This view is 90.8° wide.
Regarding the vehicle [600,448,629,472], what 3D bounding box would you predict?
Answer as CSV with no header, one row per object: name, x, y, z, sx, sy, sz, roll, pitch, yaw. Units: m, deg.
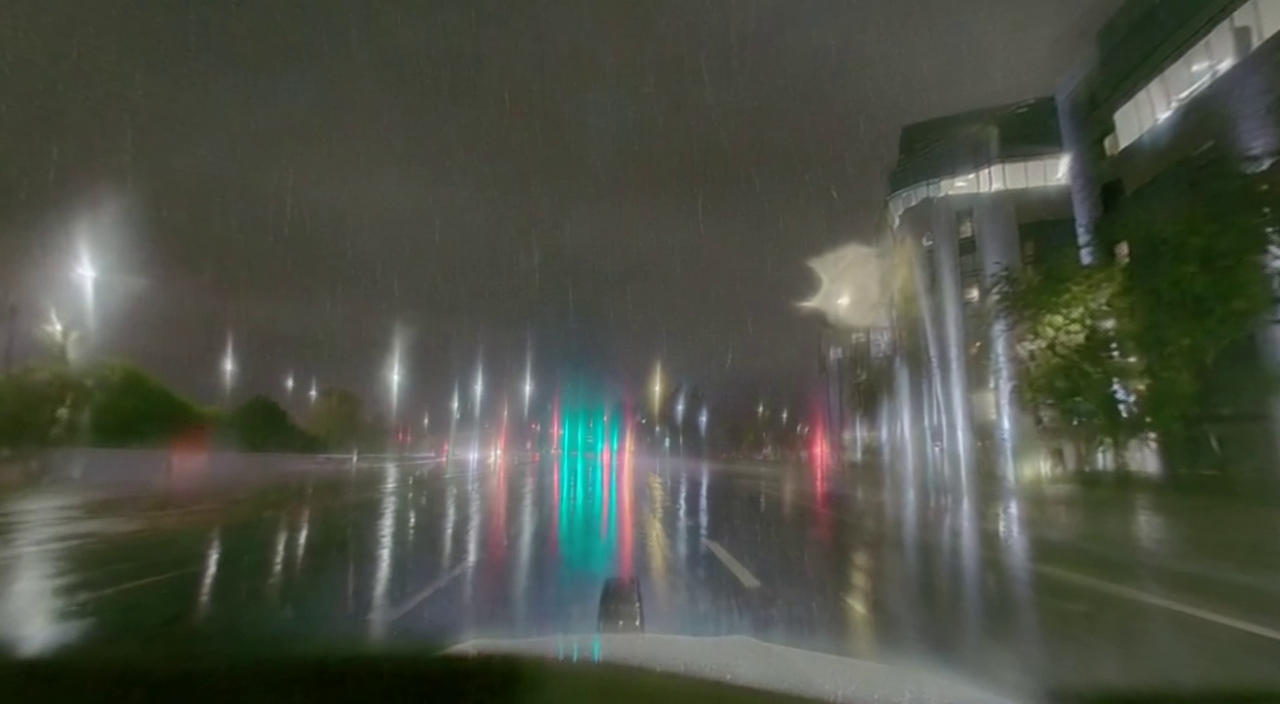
vehicle,-1.946,8.072,47.378,2.038,1.682,3.844,0,-8,-4
